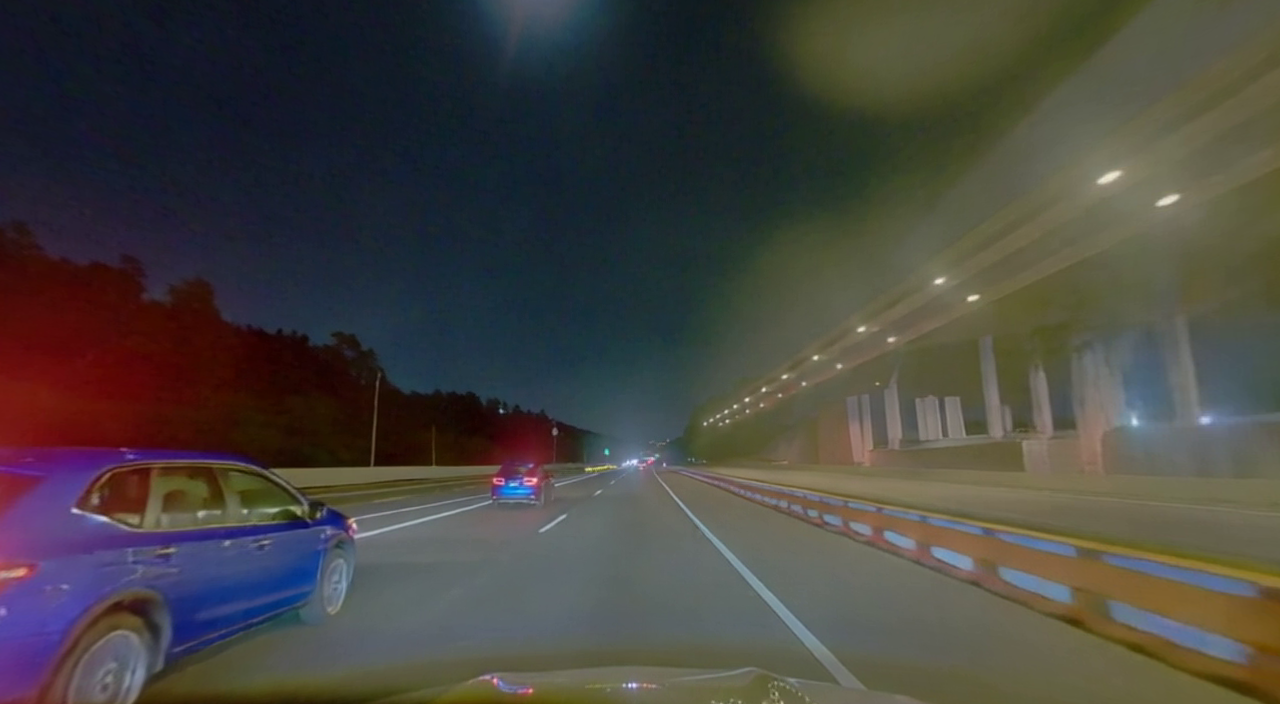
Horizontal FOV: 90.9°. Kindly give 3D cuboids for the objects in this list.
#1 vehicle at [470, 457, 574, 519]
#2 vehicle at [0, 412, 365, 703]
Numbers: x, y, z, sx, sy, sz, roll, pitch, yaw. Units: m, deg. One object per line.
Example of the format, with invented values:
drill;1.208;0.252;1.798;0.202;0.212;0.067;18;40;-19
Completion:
vehicle;-3.091;3.666;17.288;1.992;1.466;3.690;0;-10;2
vehicle;-3.562;1.097;3.086;2.023;1.507;5.082;1;-10;1
